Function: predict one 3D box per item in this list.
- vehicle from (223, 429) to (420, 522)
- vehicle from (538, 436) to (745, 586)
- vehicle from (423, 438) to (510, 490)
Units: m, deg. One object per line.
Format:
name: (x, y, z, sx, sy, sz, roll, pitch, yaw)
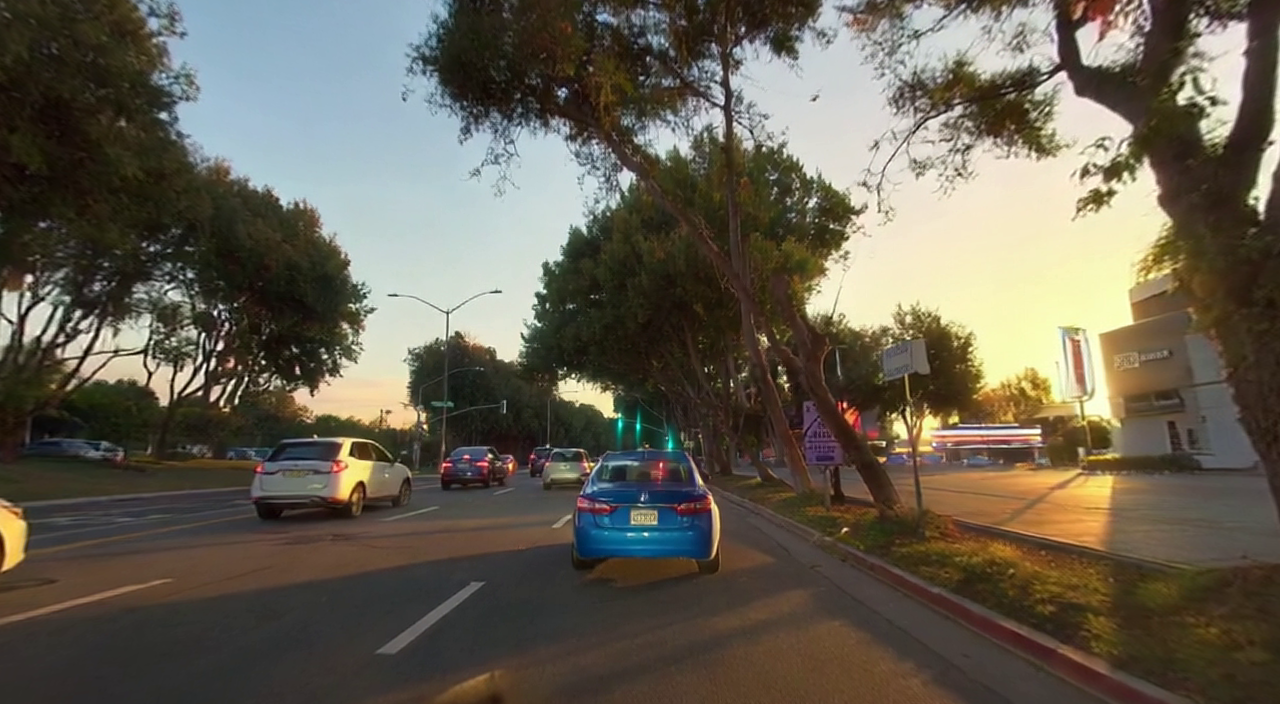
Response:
vehicle: (-6.955, 2.731, 14.491, 2.032, 1.767, 4.549, 0, -9, 2)
vehicle: (0.056, 1.906, 8.397, 2.091, 1.494, 3.962, 0, -9, 1)
vehicle: (-6.793, 4.425, 25.261, 2.130, 1.900, 4.470, 0, -9, 1)
